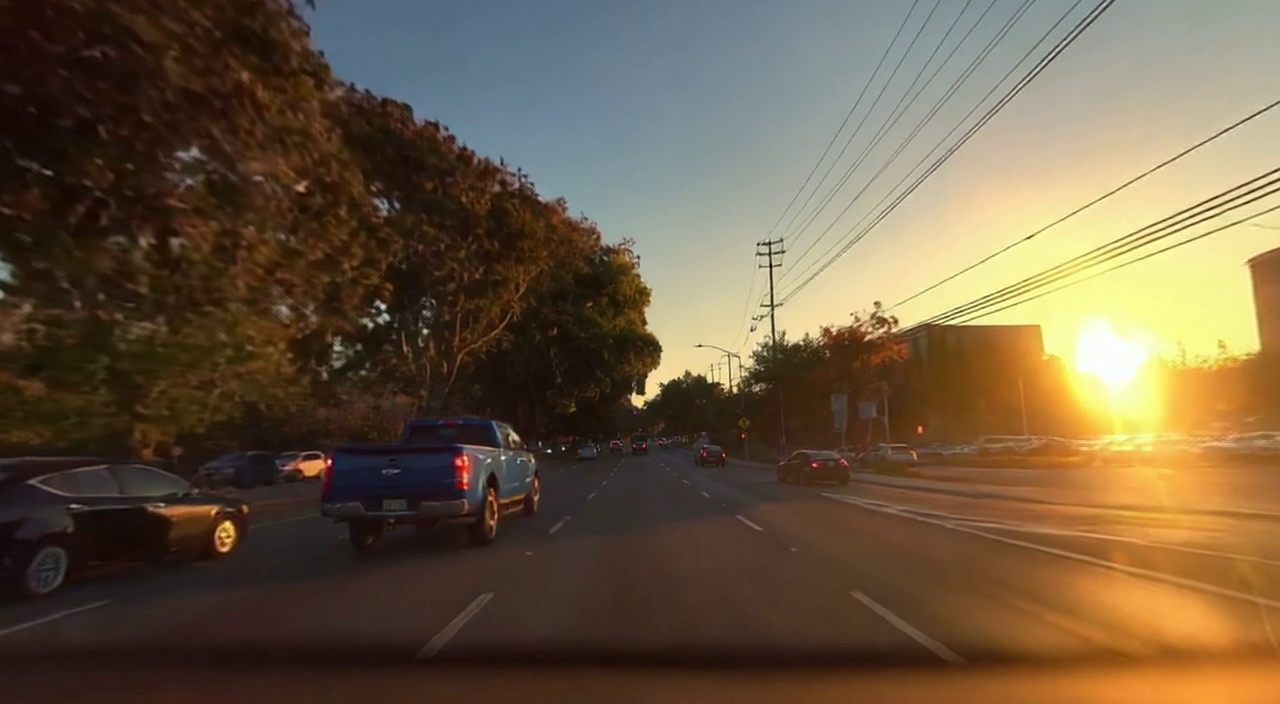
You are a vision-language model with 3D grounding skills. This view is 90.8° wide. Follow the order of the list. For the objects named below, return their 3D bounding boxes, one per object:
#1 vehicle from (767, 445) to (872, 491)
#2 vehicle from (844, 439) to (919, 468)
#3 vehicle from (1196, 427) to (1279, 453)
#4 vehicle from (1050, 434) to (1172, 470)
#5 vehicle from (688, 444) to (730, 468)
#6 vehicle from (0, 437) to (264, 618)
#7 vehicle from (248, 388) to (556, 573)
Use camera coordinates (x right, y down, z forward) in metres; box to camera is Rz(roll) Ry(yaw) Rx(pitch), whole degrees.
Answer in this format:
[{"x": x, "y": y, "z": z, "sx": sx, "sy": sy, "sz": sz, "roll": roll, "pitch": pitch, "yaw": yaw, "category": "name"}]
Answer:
[{"x": 6.230, "y": 4.069, "z": 22.529, "sx": 1.840, "sy": 1.428, "sz": 4.602, "roll": 1, "pitch": -9, "yaw": -8, "category": "vehicle"}, {"x": 17.193, "y": 7.307, "z": 45.412, "sx": 2.267, "sy": 1.925, "sz": 5.964, "roll": 1, "pitch": -9, "yaw": -9, "category": "vehicle"}, {"x": 38.216, "y": 5.591, "z": 40.068, "sx": 4.628, "sy": 1.574, "sz": 2.349, "roll": 3, "pitch": -10, "yaw": -20, "category": "vehicle"}, {"x": 22.828, "y": 4.859, "z": 30.818, "sx": 1.860, "sy": 1.597, "sz": 4.261, "roll": 4, "pitch": -10, "yaw": -25, "category": "vehicle"}, {"x": 4.517, "y": 6.895, "z": 42.006, "sx": 2.071, "sy": 1.435, "sz": 4.226, "roll": 0, "pitch": -9, "yaw": -4, "category": "vehicle"}, {"x": -6.372, "y": 1.674, "z": 6.517, "sx": 2.035, "sy": 1.497, "sz": 4.723, "roll": -1, "pitch": -9, "yaw": 1, "category": "vehicle"}, {"x": -2.999, "y": 1.876, "z": 10.007, "sx": 2.467, "sy": 1.991, "sz": 6.089, "roll": -1, "pitch": -9, "yaw": 0, "category": "vehicle"}]
